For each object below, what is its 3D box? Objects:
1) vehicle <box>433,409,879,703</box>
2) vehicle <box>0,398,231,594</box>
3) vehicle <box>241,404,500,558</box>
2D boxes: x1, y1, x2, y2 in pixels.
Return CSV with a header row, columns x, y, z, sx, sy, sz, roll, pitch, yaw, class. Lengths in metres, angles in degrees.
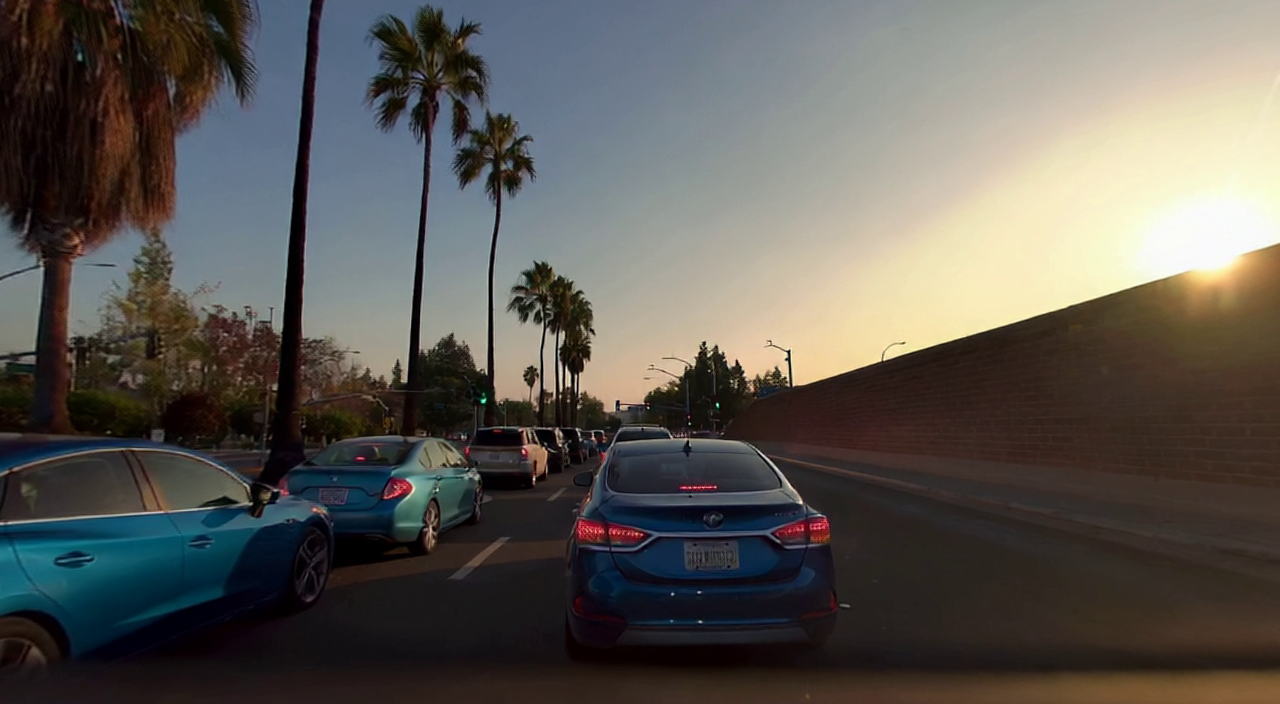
x,y,z,sx,sy,sz,roll,pitch,yaw,class
0.038,1.334,5.205,2.128,1.473,4.272,0,-8,-1,vehicle
-6.672,1.400,6.393,1.963,1.721,4.662,0,-8,-2,vehicle
-3.534,1.776,9.289,2.055,1.746,4.136,0,-8,-1,vehicle
